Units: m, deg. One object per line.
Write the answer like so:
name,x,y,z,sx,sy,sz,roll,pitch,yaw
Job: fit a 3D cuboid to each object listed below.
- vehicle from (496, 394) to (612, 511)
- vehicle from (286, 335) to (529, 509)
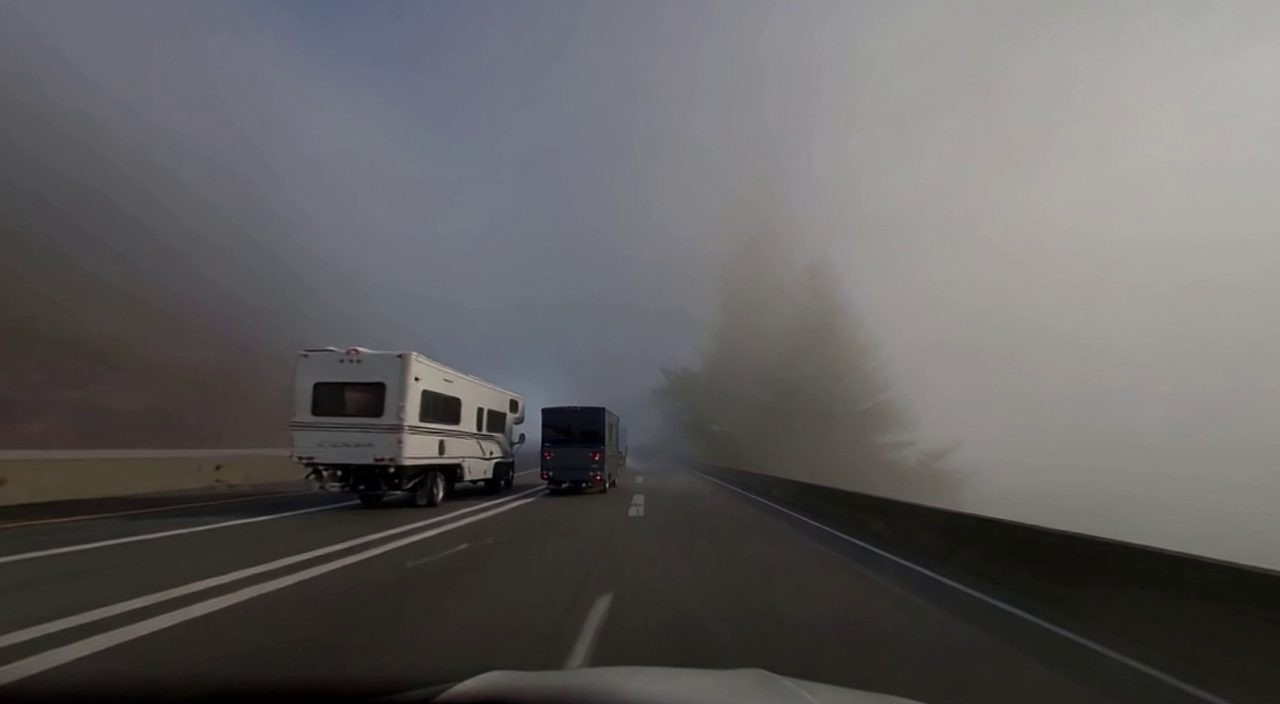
vehicle,-1.990,2.512,15.938,2.331,2.583,3.743,0,-9,1
vehicle,-6.627,2.673,21.819,2.929,4.010,14.446,0,-9,0
